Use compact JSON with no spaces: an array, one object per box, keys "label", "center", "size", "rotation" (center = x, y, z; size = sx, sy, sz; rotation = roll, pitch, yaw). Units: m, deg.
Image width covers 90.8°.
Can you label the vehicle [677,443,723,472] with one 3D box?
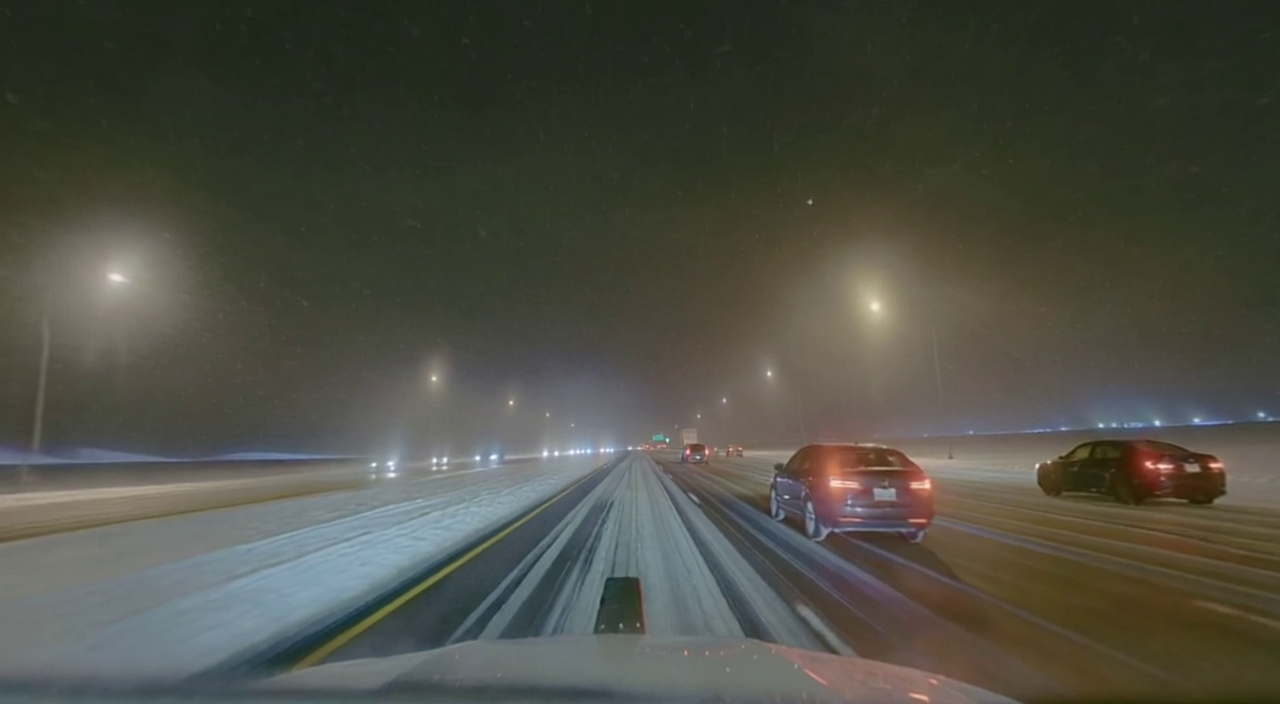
[{"label":"vehicle","center":[3.252,5.808,34.916],"size":[2.038,1.477,4.313],"rotation":[0,-9,-1]}]

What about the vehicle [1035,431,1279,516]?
[{"label":"vehicle","center":[10.900,2.567,13.800],"size":[1.844,1.560,4.085],"rotation":[0,-9,0]}]

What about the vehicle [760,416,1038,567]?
[{"label":"vehicle","center":[3.215,1.836,9.113],"size":[1.977,1.601,4.598],"rotation":[0,-9,-1]}]
